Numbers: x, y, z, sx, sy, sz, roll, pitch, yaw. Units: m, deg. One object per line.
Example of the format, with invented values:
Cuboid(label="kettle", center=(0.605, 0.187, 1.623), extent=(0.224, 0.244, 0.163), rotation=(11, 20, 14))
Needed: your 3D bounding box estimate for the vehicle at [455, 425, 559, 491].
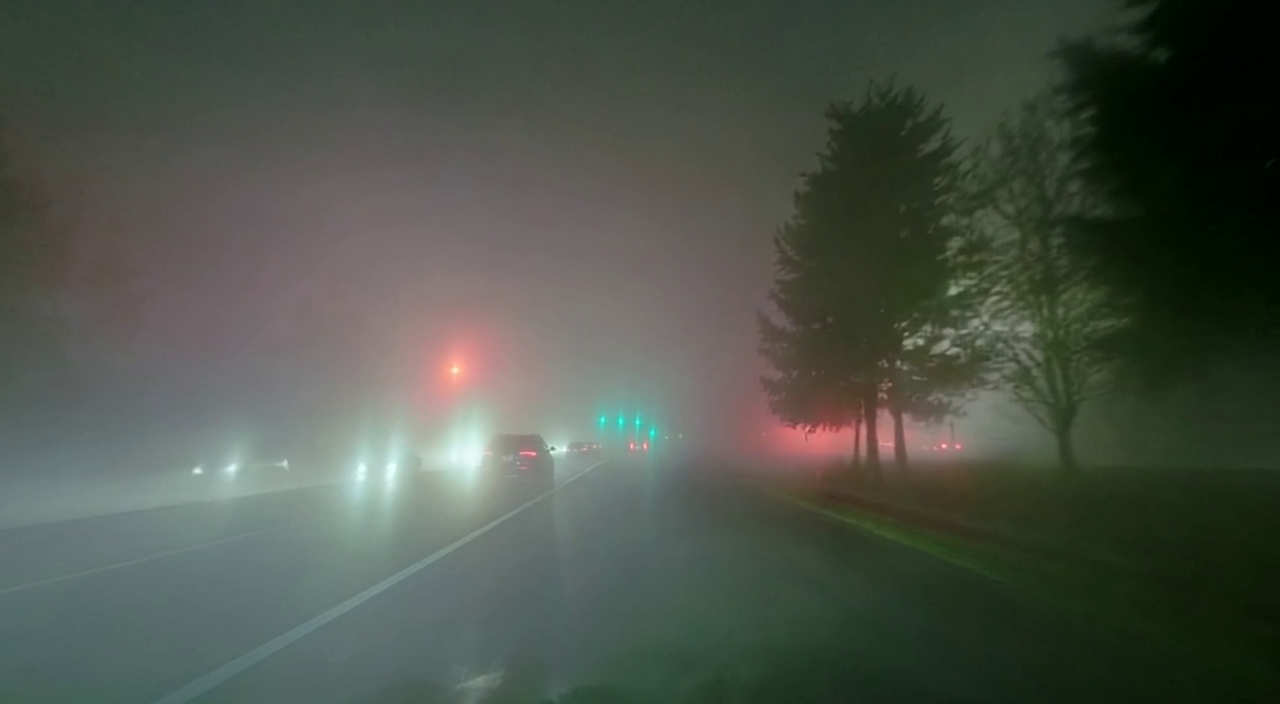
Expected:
Cuboid(label="vehicle", center=(-3.973, 3.274, 19.773), extent=(2.189, 1.807, 4.467), rotation=(0, -8, 1))

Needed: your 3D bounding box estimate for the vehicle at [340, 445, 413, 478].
Cuboid(label="vehicle", center=(-13.683, 5.668, 33.086), extent=(1.942, 1.579, 4.409), rotation=(1, -8, 0))

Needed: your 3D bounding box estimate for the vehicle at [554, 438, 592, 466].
Cuboid(label="vehicle", center=(-4.279, 6.449, 40.774), extent=(2.041, 1.698, 4.094), rotation=(0, -8, -1))

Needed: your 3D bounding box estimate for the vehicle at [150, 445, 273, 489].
Cuboid(label="vehicle", center=(-17.988, 4.823, 26.865), extent=(2.107, 1.676, 4.481), rotation=(0, -8, -1))
